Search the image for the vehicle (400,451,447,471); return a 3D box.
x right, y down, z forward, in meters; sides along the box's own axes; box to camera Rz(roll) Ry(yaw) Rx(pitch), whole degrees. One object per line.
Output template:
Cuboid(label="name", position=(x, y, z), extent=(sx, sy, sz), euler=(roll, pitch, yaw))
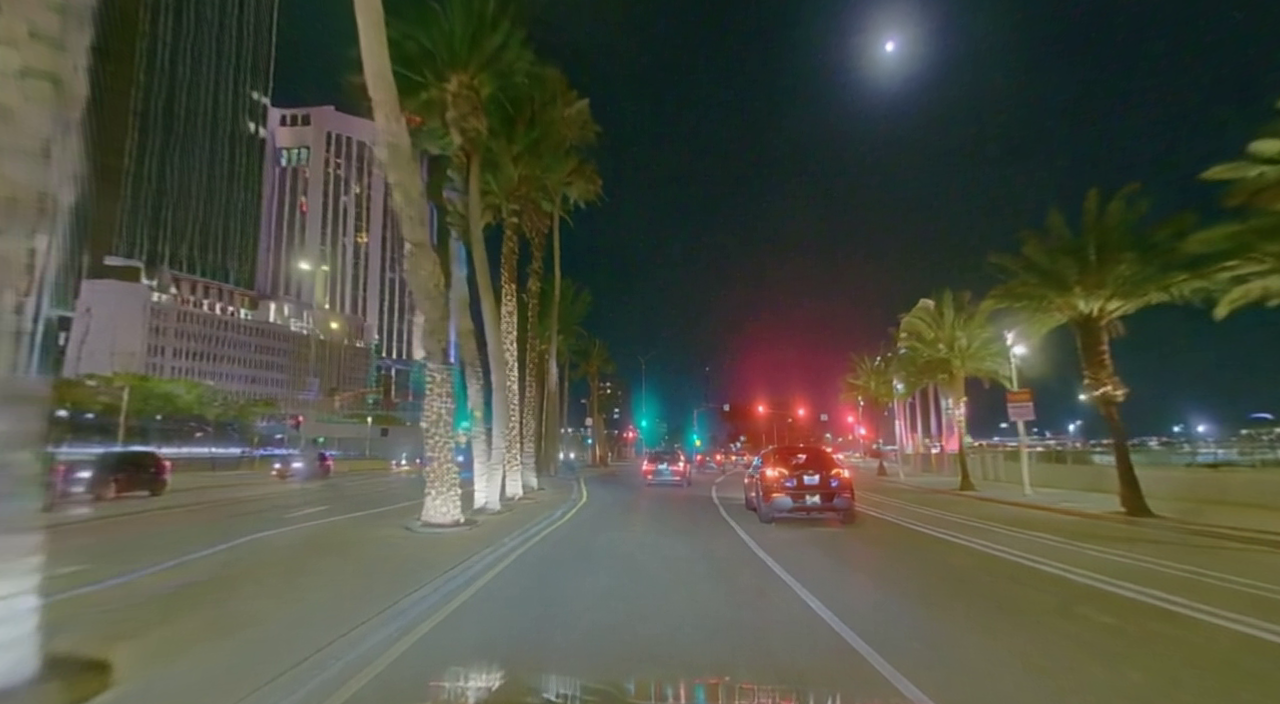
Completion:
Cuboid(label="vehicle", position=(-16.713, 8.439, 48.859), extent=(1.912, 1.482, 4.495), euler=(0, -9, 2))

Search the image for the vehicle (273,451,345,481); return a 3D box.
Cuboid(label="vehicle", position=(-19.226, 6.597, 36.769), extent=(1.850, 1.590, 4.201), euler=(0, -9, 1))

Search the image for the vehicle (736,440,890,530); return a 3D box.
Cuboid(label="vehicle", position=(3.323, 2.643, 13.226), extent=(2.051, 1.509, 4.933), euler=(0, -9, 3))

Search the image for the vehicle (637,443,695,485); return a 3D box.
Cuboid(label="vehicle", position=(1.115, 4.421, 25.036), extent=(2.077, 1.518, 3.760), euler=(-1, -9, 6))

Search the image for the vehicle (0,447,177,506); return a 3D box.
Cuboid(label="vehicle", position=(-19.057, 4.255, 22.019), extent=(2.028, 1.808, 4.868), euler=(0, -9, -2))
